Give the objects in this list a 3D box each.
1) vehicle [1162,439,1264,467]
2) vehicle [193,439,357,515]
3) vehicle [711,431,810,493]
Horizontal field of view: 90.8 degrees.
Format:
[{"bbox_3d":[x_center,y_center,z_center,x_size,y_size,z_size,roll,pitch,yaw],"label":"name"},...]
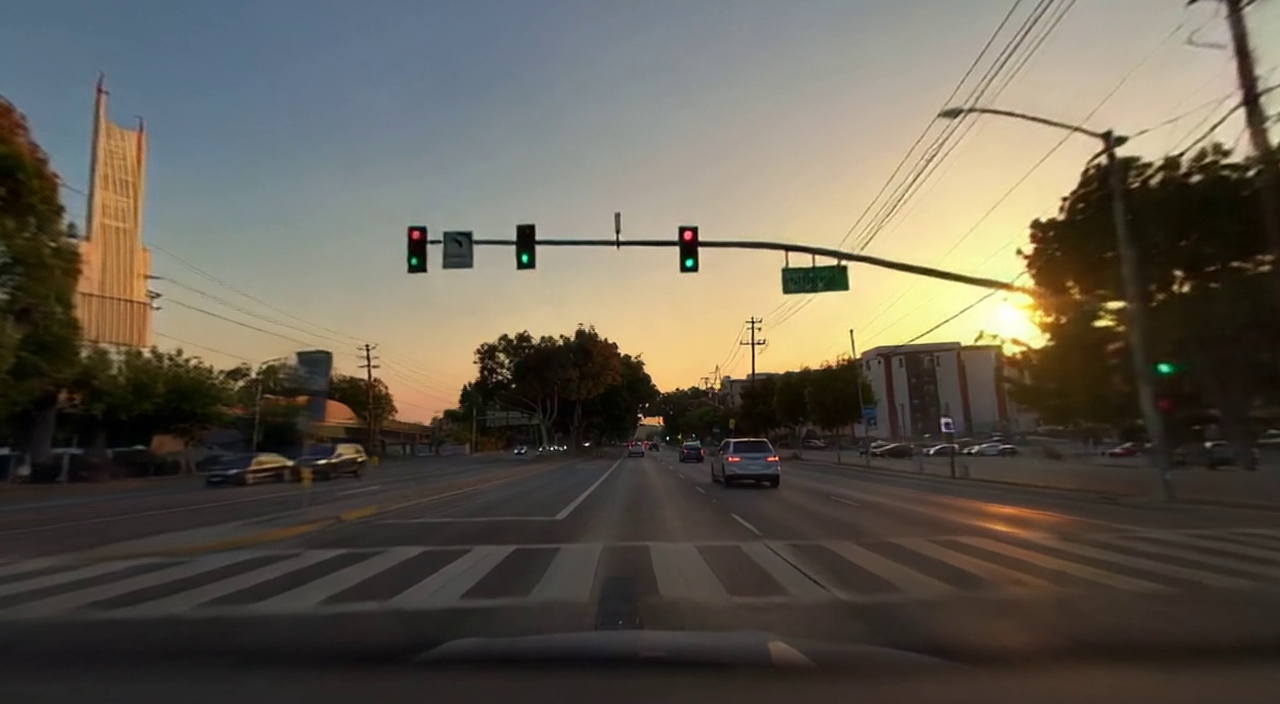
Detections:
[{"bbox_3d":[34.579,6.112,38.180,4.236,1.632,1.892,0,-8,1],"label":"vehicle"},{"bbox_3d":[-9.174,3.096,16.376,1.816,1.478,4.404,-2,-6,-2],"label":"vehicle"},{"bbox_3d":[3.604,3.372,19.751,2.128,1.699,4.222,0,-8,-2],"label":"vehicle"}]
